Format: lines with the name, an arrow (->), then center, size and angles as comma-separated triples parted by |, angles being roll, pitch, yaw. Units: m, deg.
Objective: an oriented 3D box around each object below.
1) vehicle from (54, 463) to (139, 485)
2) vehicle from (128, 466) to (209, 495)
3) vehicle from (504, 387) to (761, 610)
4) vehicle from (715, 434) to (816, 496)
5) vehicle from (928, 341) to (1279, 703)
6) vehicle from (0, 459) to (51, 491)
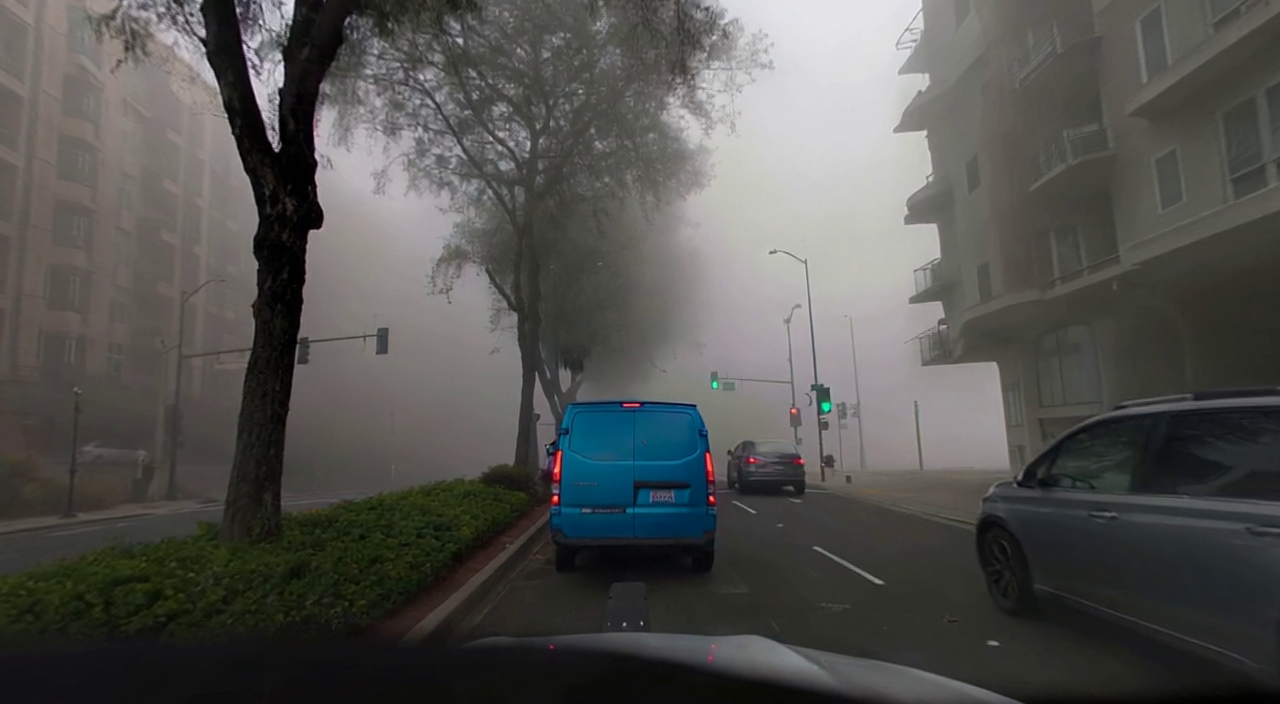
vehicle -> -38.403, 8.631, 44.625 | 4.396, 1.458, 1.809 | -1, -9, 2
vehicle -> -33.239, 9.073, 44.507 | 4.292, 1.492, 1.772 | -6, -14, -1
vehicle -> -0.050, 1.528, 7.408 | 2.101, 1.828, 4.270 | 0, -9, 0
vehicle -> 3.750, 3.479, 19.785 | 2.061, 1.676, 4.734 | 0, -9, -2
vehicle -> 3.794, 1.000, 3.765 | 2.157, 1.748, 4.130 | 0, -9, 0
vehicle -> -35.550, 6.832, 35.143 | 3.843, 1.680, 1.782 | -1, -9, 6
